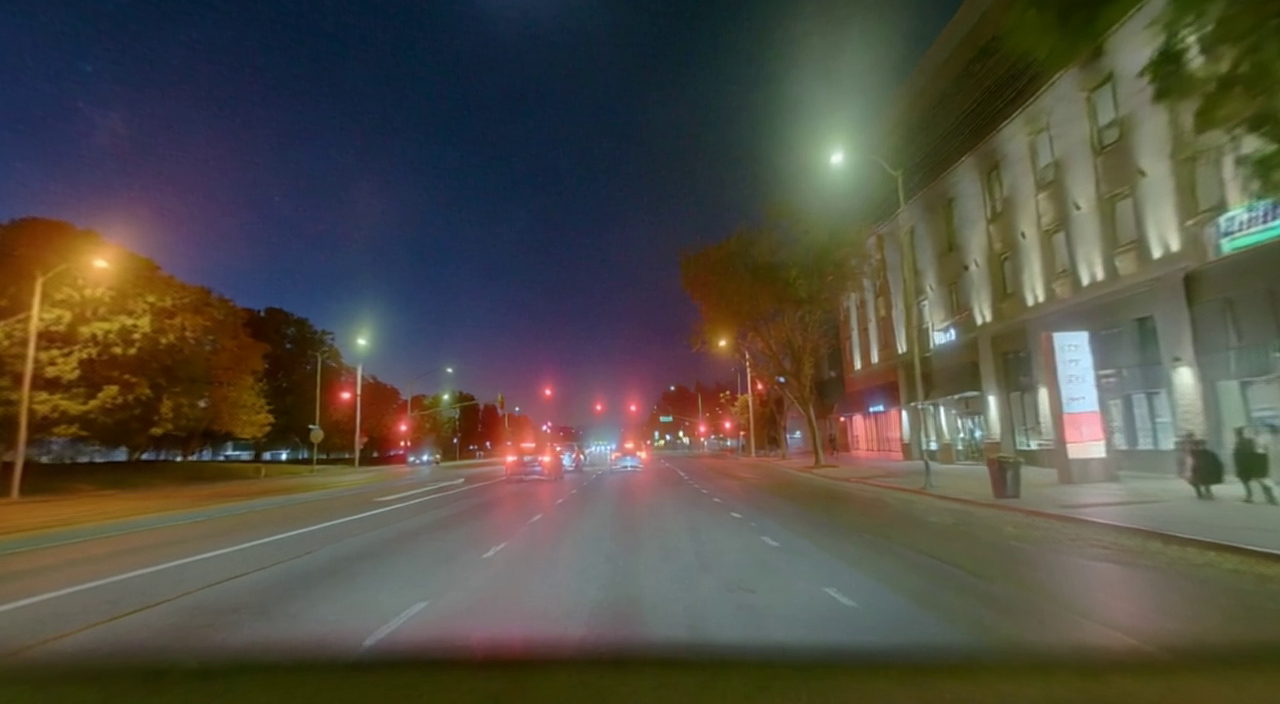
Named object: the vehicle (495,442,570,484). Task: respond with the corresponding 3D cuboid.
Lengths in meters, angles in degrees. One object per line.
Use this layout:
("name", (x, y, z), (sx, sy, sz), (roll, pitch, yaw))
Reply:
("vehicle", (-4.019, 4.222, 24.404), (2.020, 1.457, 4.496), (0, -9, 1))

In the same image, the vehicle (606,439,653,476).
("vehicle", (-0.443, 4.846, 29.266), (2.042, 1.555, 3.912), (0, -9, 0))
